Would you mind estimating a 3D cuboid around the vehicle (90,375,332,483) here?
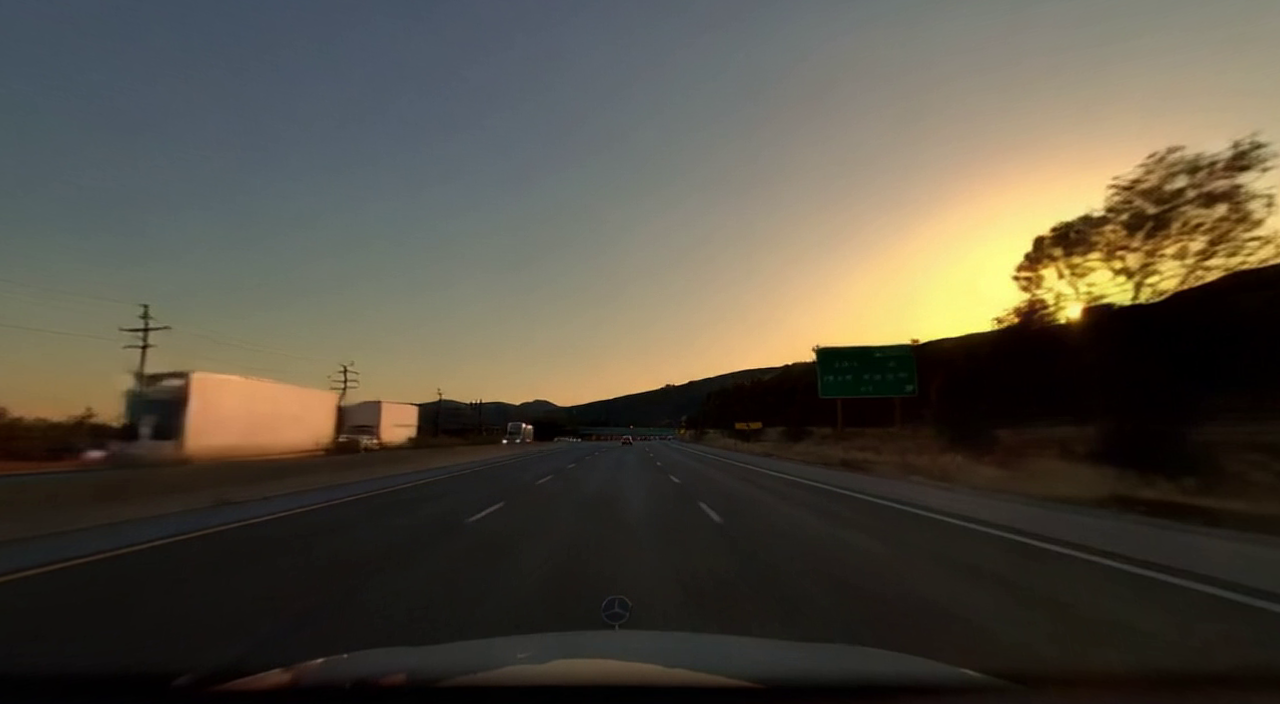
[{"bbox_3d":[-18.414,3.573,28.733,3.006,3.914,11.500,0,-8,-1],"label":"vehicle"}]
